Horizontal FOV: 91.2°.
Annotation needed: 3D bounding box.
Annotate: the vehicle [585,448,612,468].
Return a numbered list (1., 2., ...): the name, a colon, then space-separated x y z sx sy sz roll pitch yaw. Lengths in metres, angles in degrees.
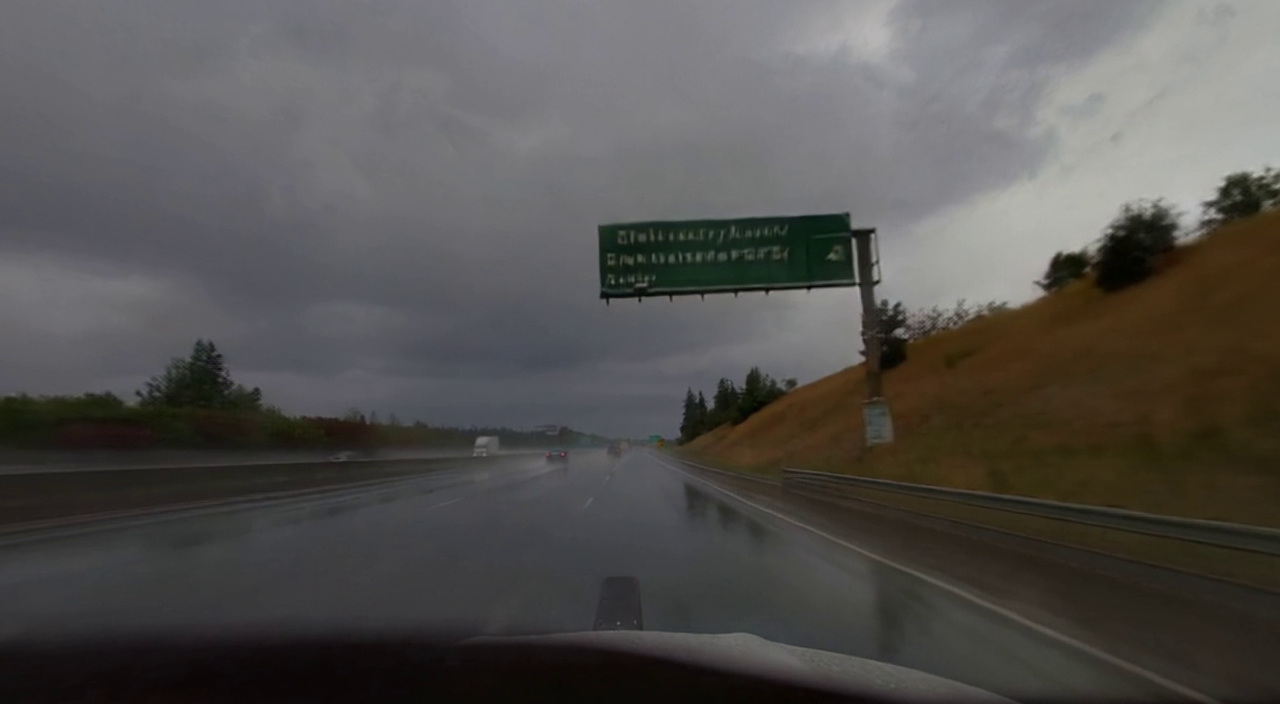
1. vehicle: -3.145 8.079 47.935 1.895 1.482 3.852 0 -9 -1
